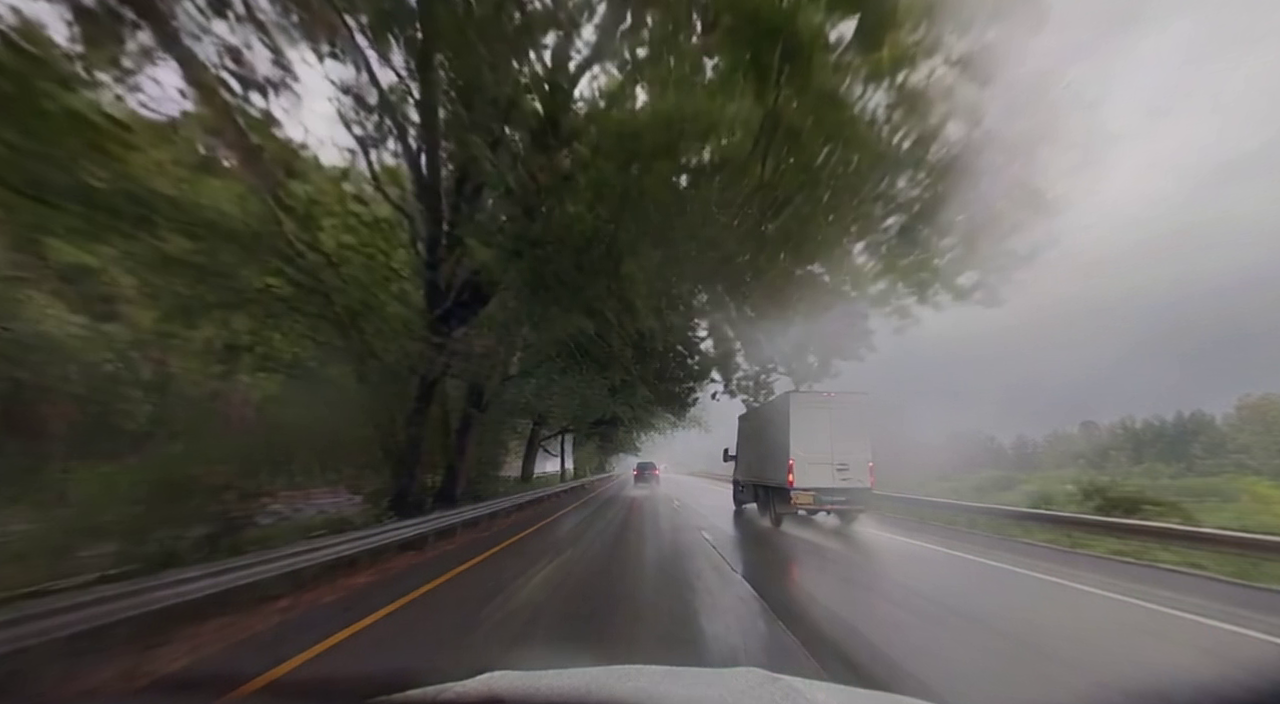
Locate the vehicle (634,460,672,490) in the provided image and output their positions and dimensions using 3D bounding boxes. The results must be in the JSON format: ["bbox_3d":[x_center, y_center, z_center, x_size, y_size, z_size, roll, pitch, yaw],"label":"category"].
[{"bbox_3d":[0.782,7.508,38.615,2.212,1.717,4.452,1,-10,0],"label":"vehicle"}]

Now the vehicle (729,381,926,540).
[{"bbox_3d":[4.032,2.685,15.479,2.563,2.975,6.941,1,-10,-1],"label":"vehicle"}]
